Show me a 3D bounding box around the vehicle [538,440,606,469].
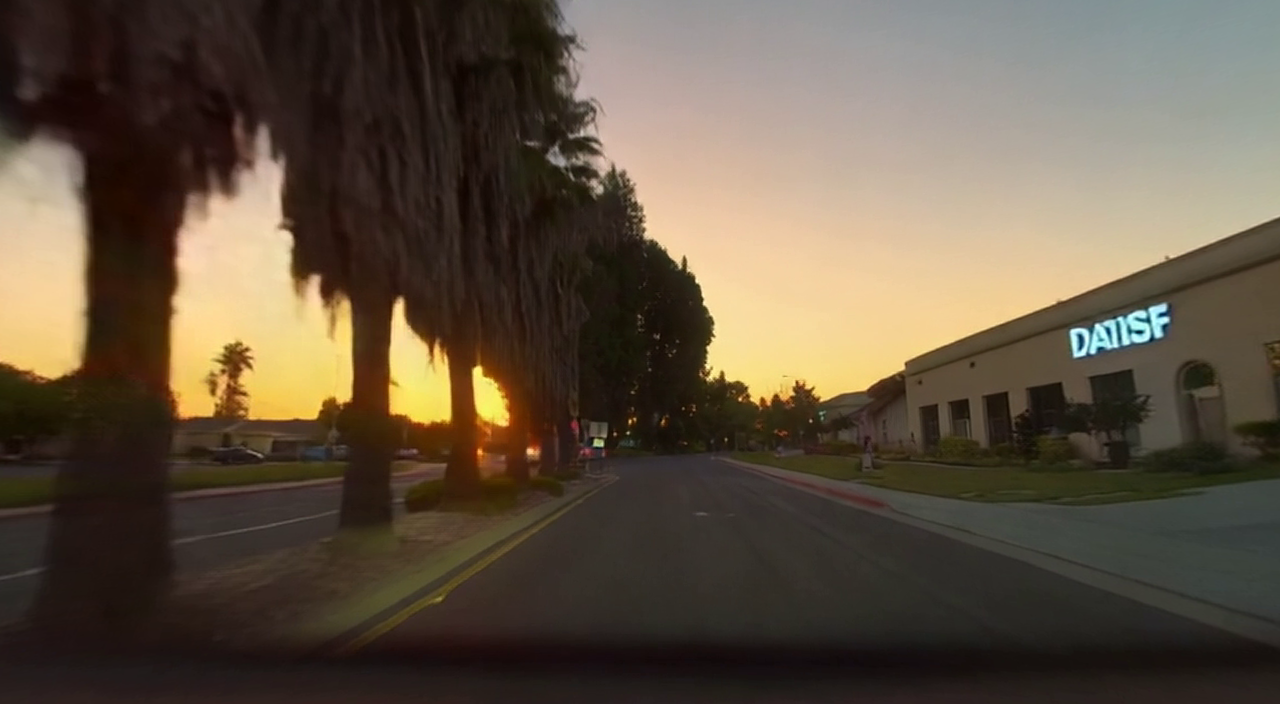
[{"bbox_3d":[-4.749,7.028,43.649,4.651,1.863,2.174,-8,-12,43],"label":"vehicle"}]
